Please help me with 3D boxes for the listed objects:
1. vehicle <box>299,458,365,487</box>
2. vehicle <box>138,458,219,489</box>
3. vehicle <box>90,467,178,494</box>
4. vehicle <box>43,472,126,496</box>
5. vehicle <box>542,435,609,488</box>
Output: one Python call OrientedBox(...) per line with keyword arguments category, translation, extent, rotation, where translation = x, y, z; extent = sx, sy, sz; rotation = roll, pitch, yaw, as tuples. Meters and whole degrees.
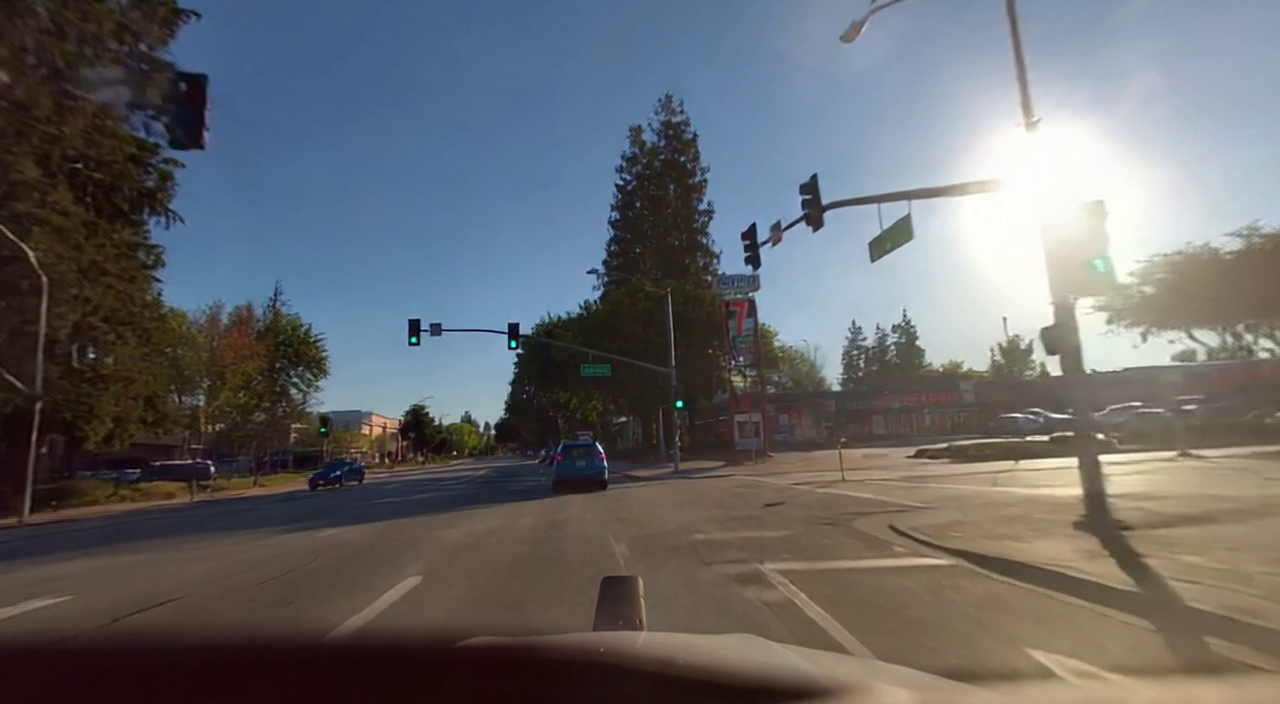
OrientedBox(category="vehicle", translation=(-17.881, 6.982, 36.930), extent=(1.873, 1.483, 4.657), rotation=(0, -8, -5))
OrientedBox(category="vehicle", translation=(-28.224, 7.425, 38.812), extent=(2.142, 1.671, 4.083), rotation=(1, -9, -7))
OrientedBox(category="vehicle", translation=(-31.656, 8.032, 39.716), extent=(2.004, 1.479, 4.230), rotation=(0, -9, 0))
OrientedBox(category="vehicle", translation=(-38.540, 9.164, 43.930), extent=(3.894, 1.446, 1.760), rotation=(1, -9, -9))
OrientedBox(category="vehicle", translation=(-2.360, 3.939, 23.034), extent=(2.227, 1.733, 3.930), rotation=(1, -8, -6))
